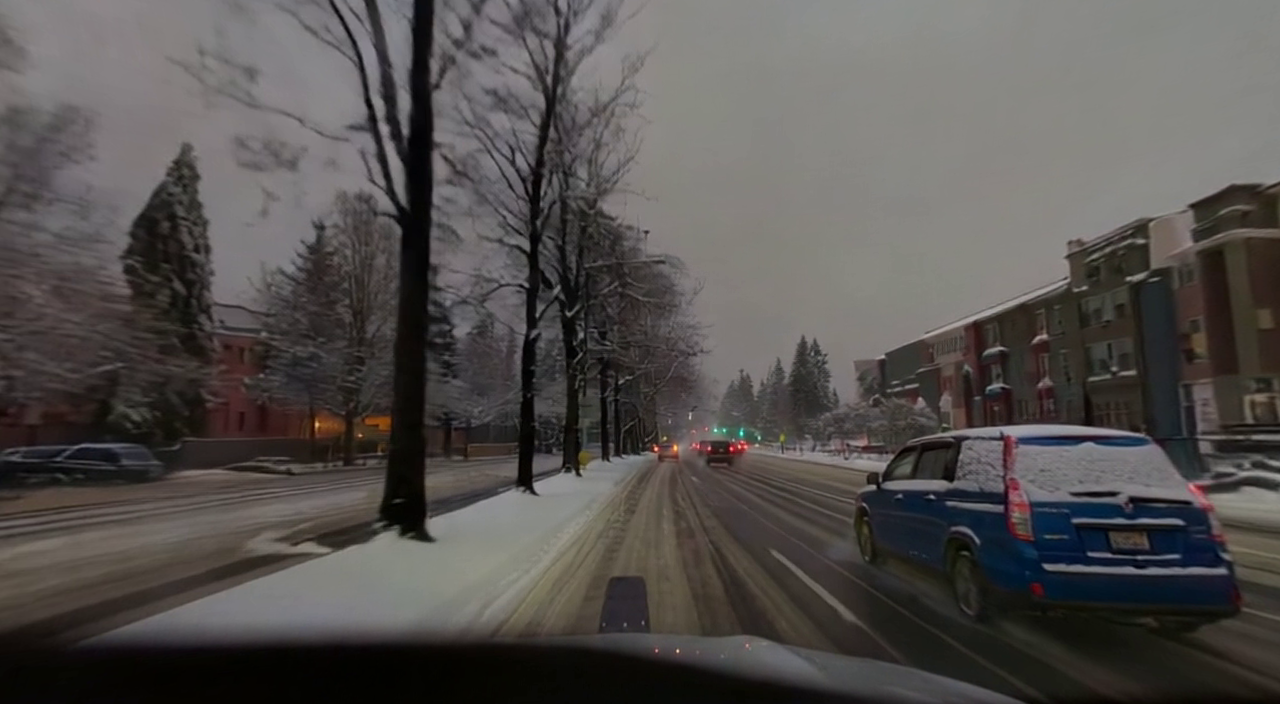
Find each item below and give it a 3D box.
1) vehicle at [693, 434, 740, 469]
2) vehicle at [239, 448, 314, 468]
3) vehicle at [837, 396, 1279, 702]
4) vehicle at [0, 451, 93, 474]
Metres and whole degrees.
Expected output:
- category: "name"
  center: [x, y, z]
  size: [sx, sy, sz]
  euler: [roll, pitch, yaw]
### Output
- category: "vehicle"
  center: [4.276, 5.668, 35.976]
  size: [2.154, 1.844, 4.634]
  euler: [0, -8, 1]
- category: "vehicle"
  center: [-26.364, 7.666, 45.776]
  size: [4.384, 1.416, 1.969]
  euler: [-1, -8, 8]
- category: "vehicle"
  center: [3.284, 1.349, 5.446]
  size: [1.901, 1.634, 3.952]
  euler: [0, -8, 1]
- category: "vehicle"
  center: [-40.635, 7.499, 43.070]
  size: [1.787, 1.443, 4.737]
  euler: [-2, -8, 10]
